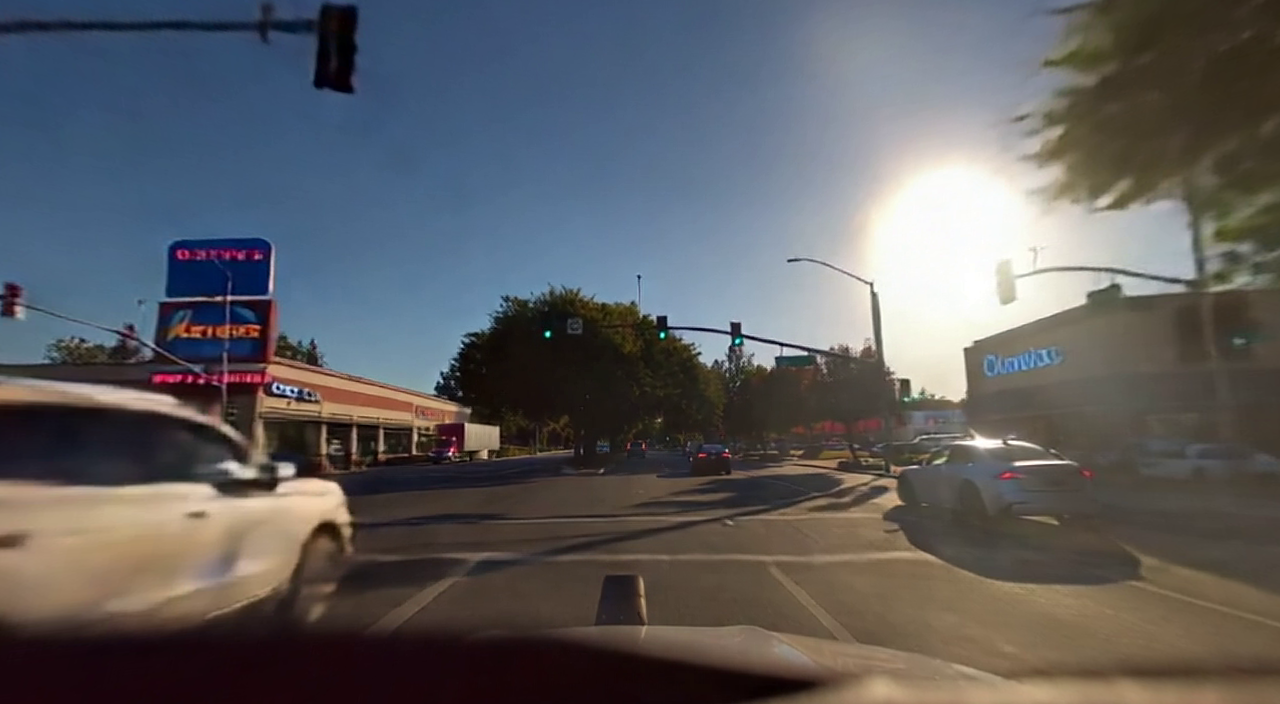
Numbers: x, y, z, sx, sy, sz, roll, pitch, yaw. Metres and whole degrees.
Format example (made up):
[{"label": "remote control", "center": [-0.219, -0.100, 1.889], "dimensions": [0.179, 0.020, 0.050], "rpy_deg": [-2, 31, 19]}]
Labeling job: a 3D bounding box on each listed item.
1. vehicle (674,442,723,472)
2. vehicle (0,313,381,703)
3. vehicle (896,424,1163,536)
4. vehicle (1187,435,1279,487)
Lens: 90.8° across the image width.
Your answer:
[{"label": "vehicle", "center": [3.065, 5.620, 33.995], "dimensions": [2.099, 1.463, 4.365], "rpy_deg": [0, -8, -2]}, {"label": "vehicle", "center": [-3.416, 0.887, 2.986], "dimensions": [2.304, 1.794, 5.004], "rpy_deg": [0, -8, -1]}, {"label": "vehicle", "center": [6.815, 2.272, 11.879], "dimensions": [2.002, 1.651, 4.647], "rpy_deg": [0, -8, -1]}, {"label": "vehicle", "center": [19.388, 3.345, 19.657], "dimensions": [4.235, 1.465, 2.109], "rpy_deg": [4, -10, -28]}]
